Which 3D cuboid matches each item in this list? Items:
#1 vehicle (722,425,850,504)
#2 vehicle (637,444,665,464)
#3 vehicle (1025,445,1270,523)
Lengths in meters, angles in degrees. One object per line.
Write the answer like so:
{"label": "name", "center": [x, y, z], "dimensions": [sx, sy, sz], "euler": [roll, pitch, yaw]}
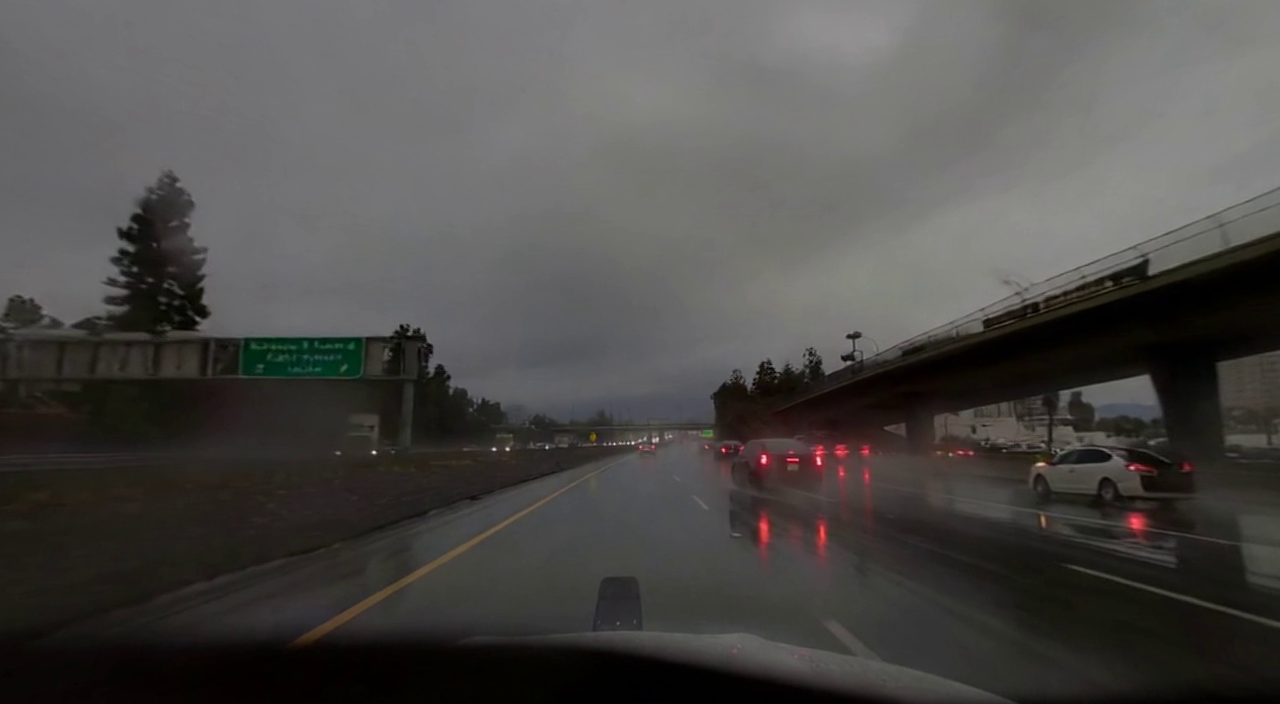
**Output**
{"label": "vehicle", "center": [3.630, 2.915, 16.801], "dimensions": [2.226, 1.779, 4.835], "euler": [0, -9, 0]}
{"label": "vehicle", "center": [0.843, 7.806, 48.516], "dimensions": [2.046, 1.475, 3.784], "euler": [-1, -9, 2]}
{"label": "vehicle", "center": [10.967, 2.831, 14.184], "dimensions": [1.827, 1.448, 4.370], "euler": [0, -9, -1]}
